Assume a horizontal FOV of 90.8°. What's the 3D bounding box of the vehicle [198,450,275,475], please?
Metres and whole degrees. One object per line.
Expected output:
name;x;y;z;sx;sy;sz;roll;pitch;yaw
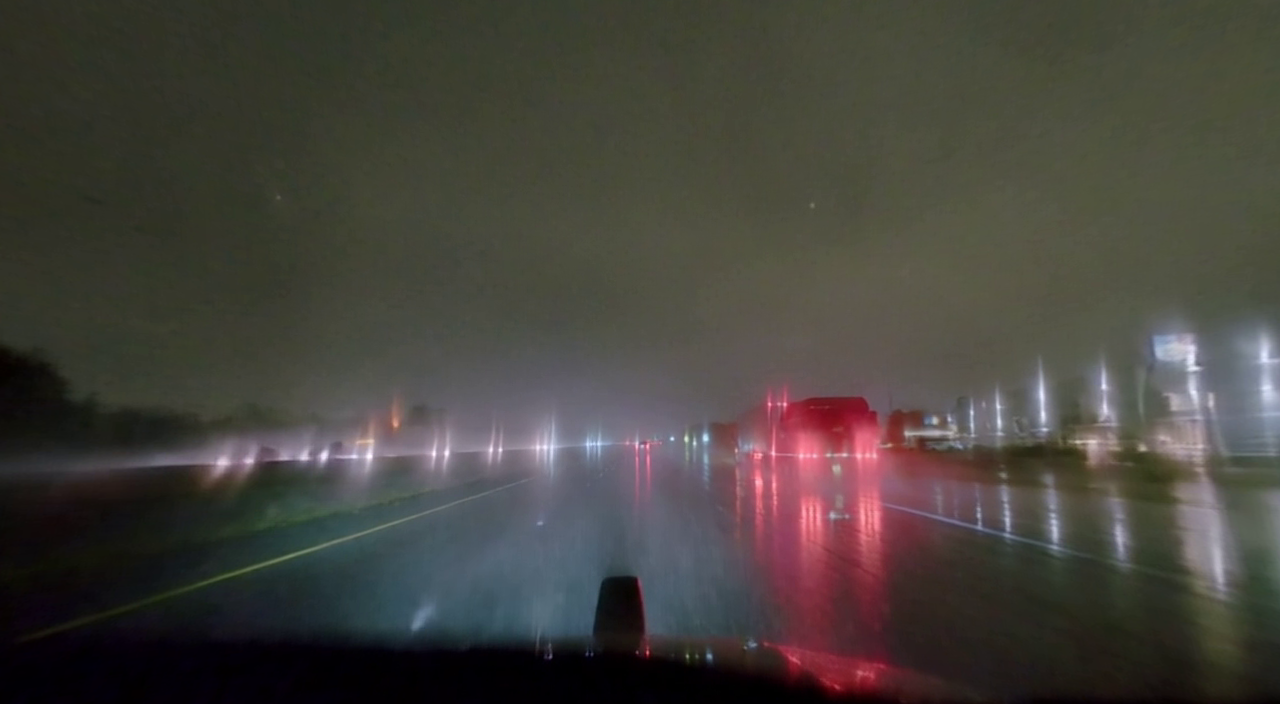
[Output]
vehicle;-25.597;7.012;40.275;1.857;1.478;4.545;0;-8;1

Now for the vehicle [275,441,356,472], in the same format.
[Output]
vehicle;-21.700;6.985;42.561;2.260;1.879;5.773;0;-8;1

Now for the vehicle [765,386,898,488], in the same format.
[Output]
vehicle;6.845;3.264;24.044;2.793;3.204;7.997;0;-8;2
